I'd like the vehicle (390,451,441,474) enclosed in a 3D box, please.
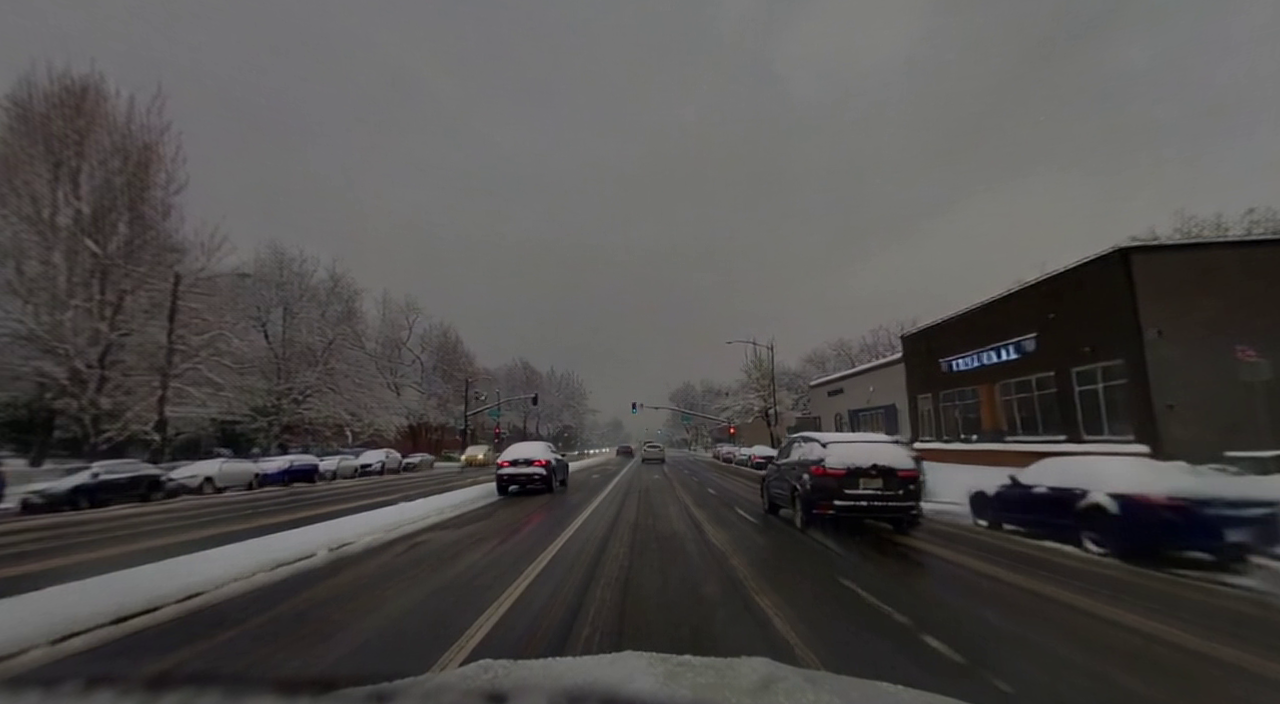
[{"bbox_3d":[-16.277,8.049,45.997,1.919,1.469,4.719,-2,-8,1],"label":"vehicle"}]

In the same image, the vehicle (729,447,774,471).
[{"bbox_3d":[7.278,7.025,41.537,1.920,1.473,4.898,0,-9,-2],"label":"vehicle"}]

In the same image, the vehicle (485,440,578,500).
[{"bbox_3d":[-2.970,3.313,18.115,1.860,1.510,4.073,0,-9,1],"label":"vehicle"}]

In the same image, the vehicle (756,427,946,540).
[{"bbox_3d":[3.463,2.226,11.263,1.987,1.637,3.896,0,-9,0],"label":"vehicle"}]

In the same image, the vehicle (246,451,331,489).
[{"bbox_3d":[-16.871,5.643,30.484,1.825,1.560,4.109,-2,-8,-1],"label":"vehicle"}]

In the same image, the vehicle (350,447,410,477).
[{"bbox_3d":[-16.673,7.068,40.638,2.001,1.760,4.329,-2,-9,0],"label":"vehicle"}]

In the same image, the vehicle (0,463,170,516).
[{"bbox_3d":[-16.992,4.135,19.394,1.668,1.298,4.337,0,-9,1],"label":"vehicle"}]

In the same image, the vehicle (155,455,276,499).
[{"bbox_3d":[-16.930,4.966,25.424,1.854,1.466,4.377,-2,-8,0],"label":"vehicle"}]

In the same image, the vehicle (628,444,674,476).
[{"bbox_3d":[0.519,5.329,31.316,2.103,1.468,4.094,0,-9,0],"label":"vehicle"}]

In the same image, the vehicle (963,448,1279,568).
[{"bbox_3d":[7.161,2.265,10.019,1.769,1.427,4.487,0,-9,2],"label":"vehicle"}]

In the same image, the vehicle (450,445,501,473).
[{"bbox_3d":[-10.397,6.769,40.131,1.951,1.658,4.473,-1,-9,2],"label":"vehicle"}]
